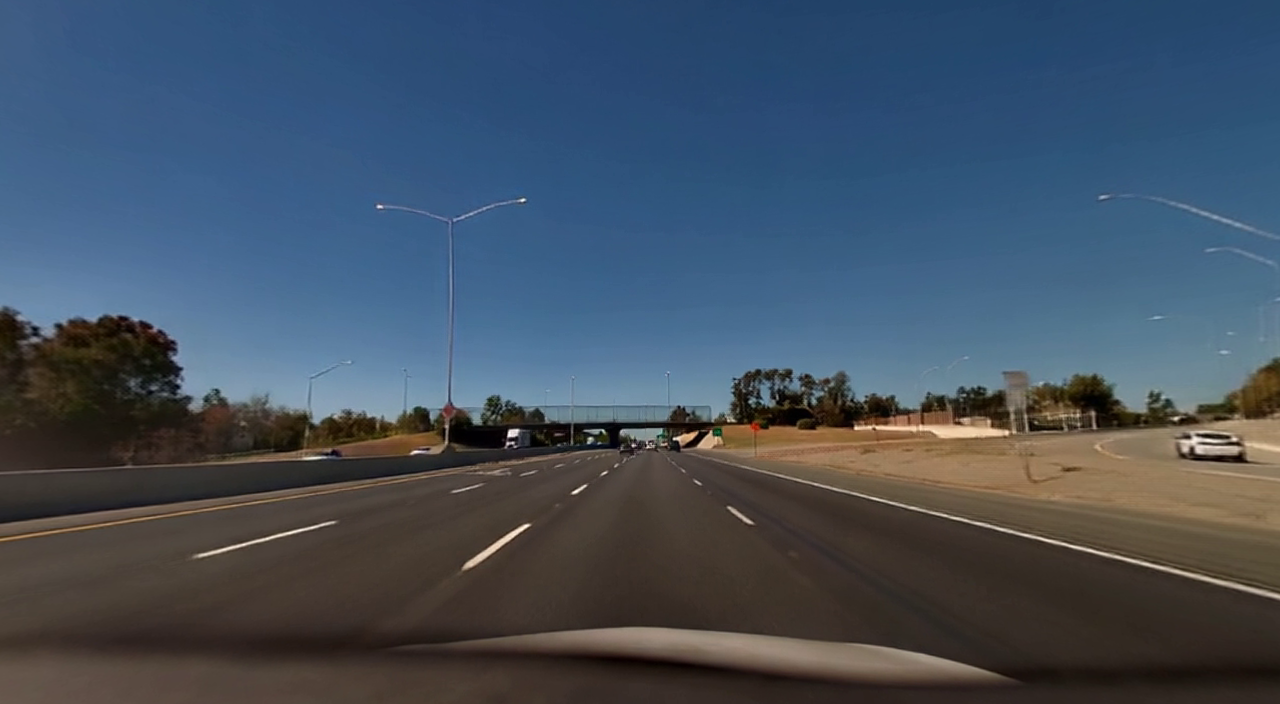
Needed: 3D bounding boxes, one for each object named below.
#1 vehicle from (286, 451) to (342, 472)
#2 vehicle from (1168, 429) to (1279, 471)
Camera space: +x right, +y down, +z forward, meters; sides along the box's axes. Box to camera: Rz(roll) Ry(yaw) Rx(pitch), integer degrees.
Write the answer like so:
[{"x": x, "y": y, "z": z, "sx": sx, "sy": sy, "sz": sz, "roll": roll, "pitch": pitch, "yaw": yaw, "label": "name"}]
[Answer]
[{"x": -25.337, "y": 8.508, "z": 49.236, "sx": 1.847, "sy": 1.467, "sz": 4.604, "roll": 0, "pitch": -8, "yaw": 1, "label": "vehicle"}, {"x": 25.355, "y": 4.256, "z": 27.612, "sx": 2.039, "sy": 1.658, "sz": 4.457, "roll": -3, "pitch": -9, "yaw": 22, "label": "vehicle"}]
